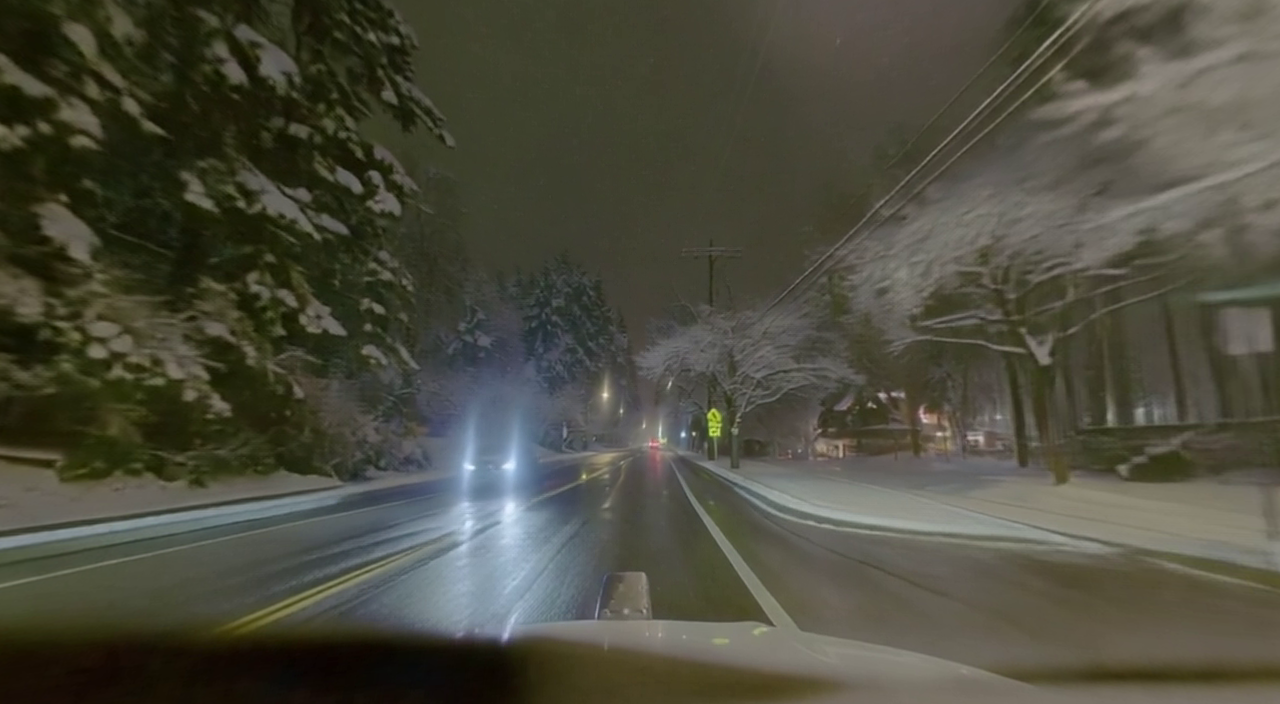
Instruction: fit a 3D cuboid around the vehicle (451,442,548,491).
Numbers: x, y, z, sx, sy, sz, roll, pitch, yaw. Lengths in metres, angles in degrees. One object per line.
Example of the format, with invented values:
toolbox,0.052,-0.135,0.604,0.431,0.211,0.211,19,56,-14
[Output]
vehicle,-4.310,3.553,20.015,1.923,1.366,3.965,-1,-8,4
